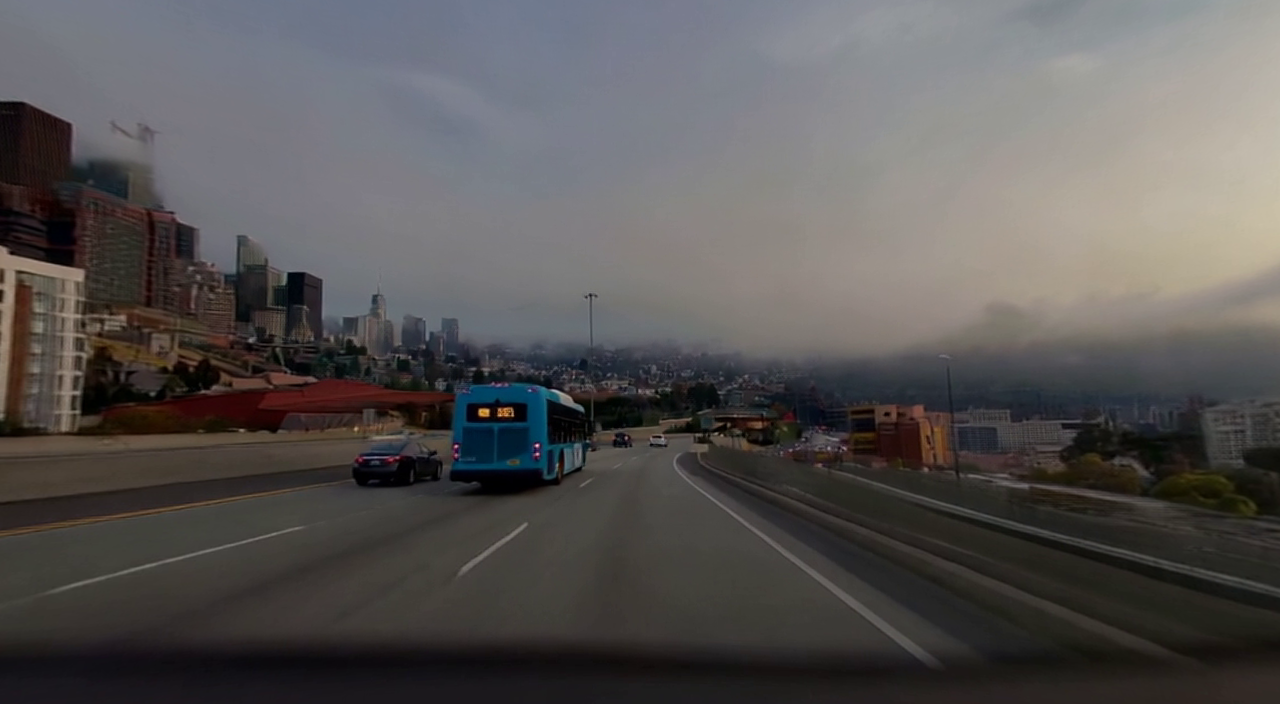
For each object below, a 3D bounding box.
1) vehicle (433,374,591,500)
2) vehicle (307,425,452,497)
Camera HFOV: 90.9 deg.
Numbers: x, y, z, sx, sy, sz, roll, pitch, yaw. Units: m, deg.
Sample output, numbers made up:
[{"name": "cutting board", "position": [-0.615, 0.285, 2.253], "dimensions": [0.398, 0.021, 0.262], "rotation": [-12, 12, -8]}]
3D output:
[{"name": "vehicle", "position": [-3.339, 2.646, 19.125], "dimensions": [2.888, 2.944, 8.373], "rotation": [0, -9, 1]}, {"name": "vehicle", "position": [-6.902, 2.950, 17.342], "dimensions": [1.993, 1.690, 4.450], "rotation": [-1, -9, 1]}]
